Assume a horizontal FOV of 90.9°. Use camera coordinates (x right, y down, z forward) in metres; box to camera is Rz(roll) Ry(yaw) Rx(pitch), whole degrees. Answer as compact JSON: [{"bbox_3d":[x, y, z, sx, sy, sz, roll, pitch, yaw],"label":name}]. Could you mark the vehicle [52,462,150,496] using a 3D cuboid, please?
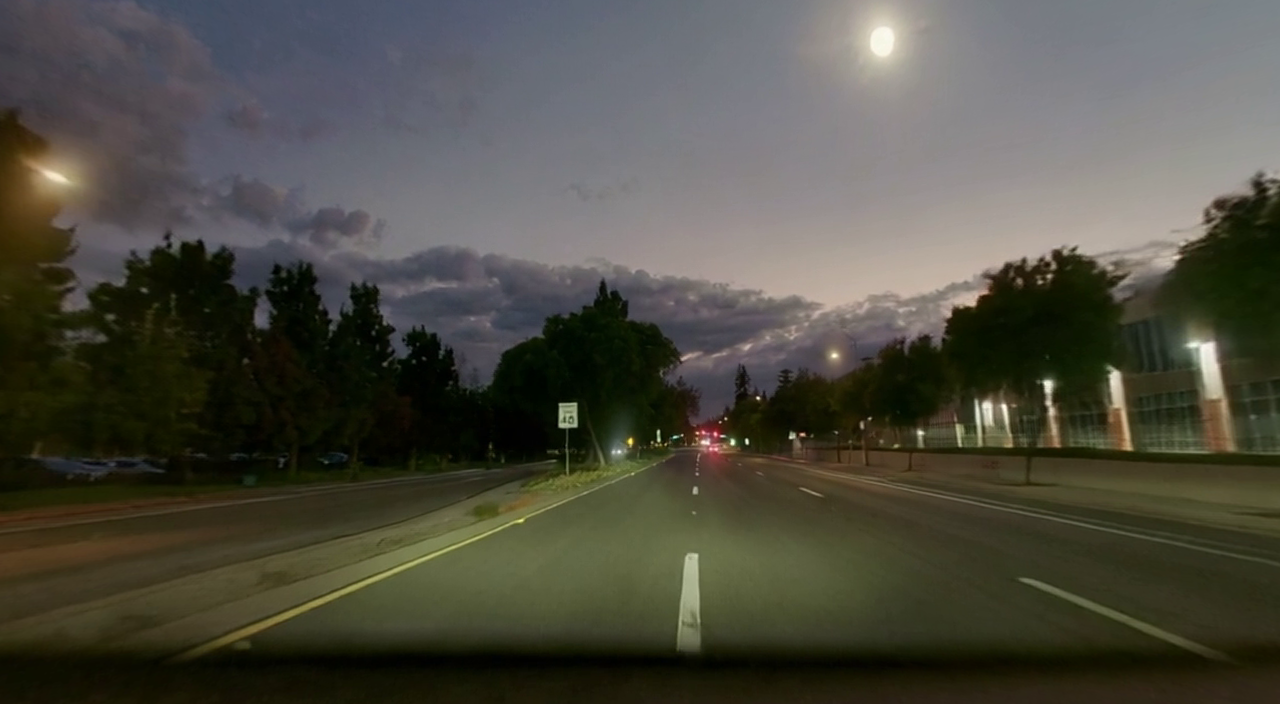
[{"bbox_3d":[-27.085,6.378,31.755,3.587,1.424,1.633,-4,-8,5],"label":"vehicle"}]
